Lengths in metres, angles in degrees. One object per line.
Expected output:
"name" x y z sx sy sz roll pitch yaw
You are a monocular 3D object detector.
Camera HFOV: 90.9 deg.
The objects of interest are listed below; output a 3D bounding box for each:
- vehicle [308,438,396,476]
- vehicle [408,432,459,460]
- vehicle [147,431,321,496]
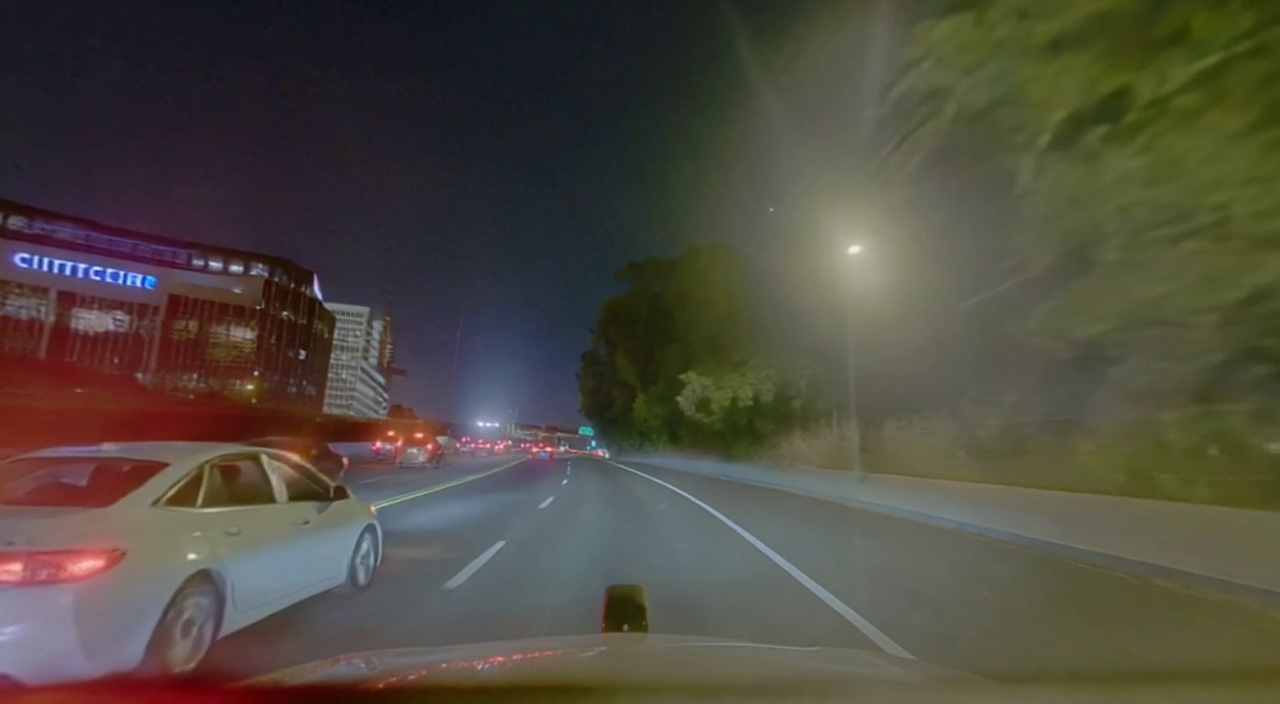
"vehicle" -12.015 4.391 26.630 1.950 1.437 4.326 0 -8 -5
"vehicle" -13.398 6.145 41.234 2.078 1.664 4.595 0 -8 -4
"vehicle" -10.813 2.993 17.288 1.957 1.514 4.528 0 -8 -3
